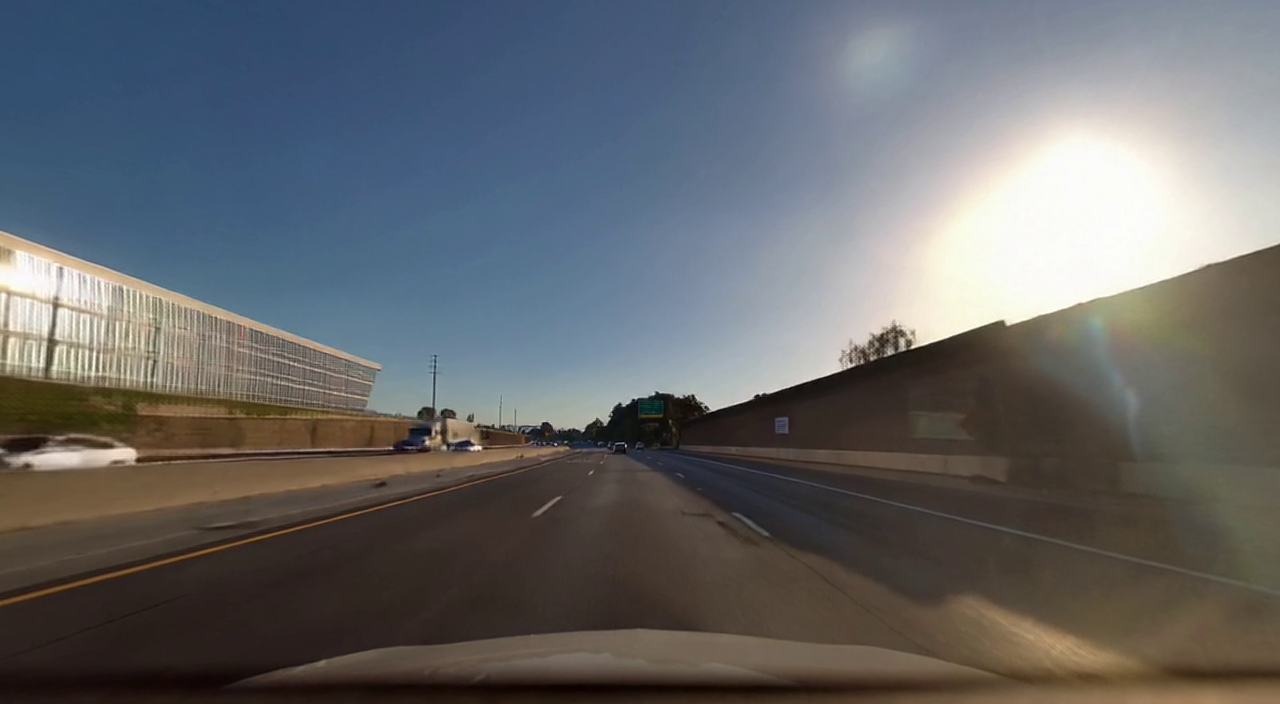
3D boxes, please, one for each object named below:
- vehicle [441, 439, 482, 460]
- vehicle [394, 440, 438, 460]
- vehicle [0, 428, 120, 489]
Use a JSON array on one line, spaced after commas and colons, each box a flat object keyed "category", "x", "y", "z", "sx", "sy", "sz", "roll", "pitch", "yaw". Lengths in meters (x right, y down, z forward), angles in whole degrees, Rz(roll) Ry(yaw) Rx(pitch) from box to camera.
[{"category": "vehicle", "x": -13.460, "y": 7.431, "z": 47.600, "sx": 1.863, "sy": 1.521, "sz": 4.277, "roll": 0, "pitch": -9, "yaw": 0}, {"category": "vehicle", "x": -17.543, "y": 7.711, "z": 49.261, "sx": 1.893, "sy": 1.503, "sz": 4.324, "roll": 0, "pitch": -9, "yaw": -1}, {"category": "vehicle", "x": -16.812, "y": 2.831, "z": 16.723, "sx": 1.933, "sy": 1.510, "sz": 4.591, "roll": 0, "pitch": -9, "yaw": -1}]
